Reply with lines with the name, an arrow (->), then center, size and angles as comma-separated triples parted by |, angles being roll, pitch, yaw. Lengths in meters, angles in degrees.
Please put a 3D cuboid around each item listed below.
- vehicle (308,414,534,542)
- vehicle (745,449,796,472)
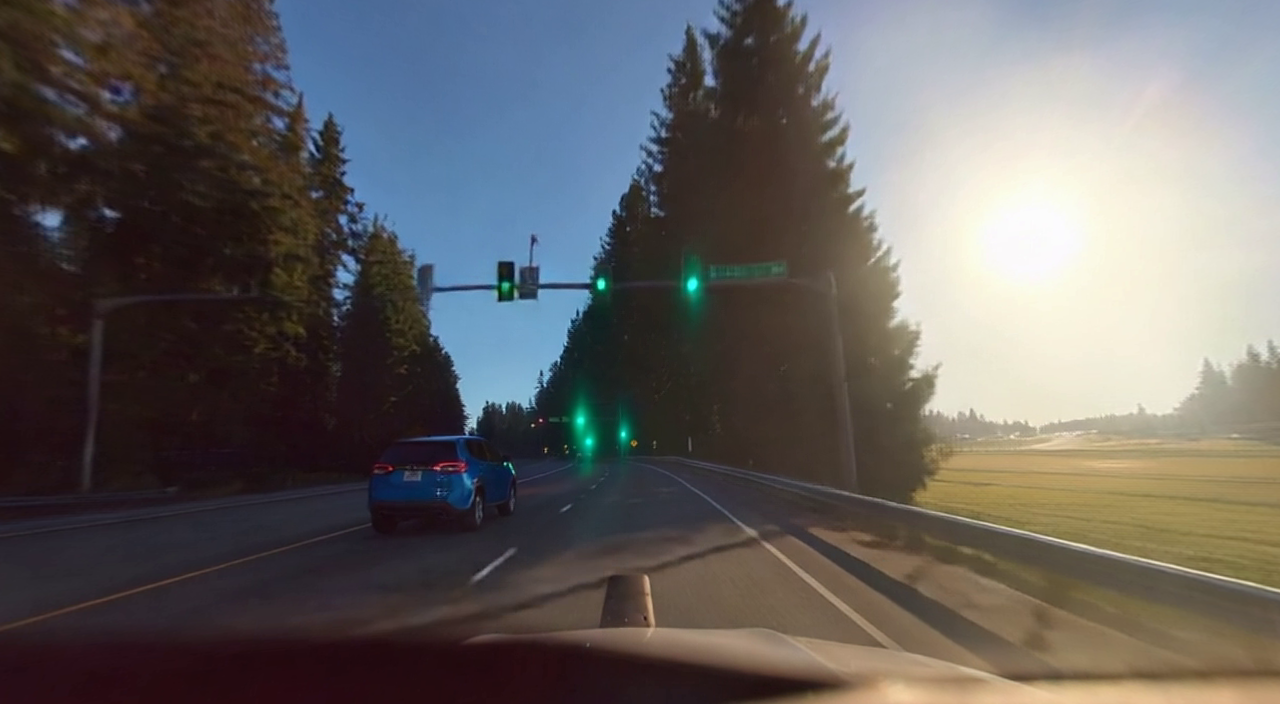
vehicle -> -3.637, 2.224, 11.792 | 2.336, 1.857, 4.986 | 0, -9, 1
vehicle -> 8.926, 7.431, 43.235 | 1.606, 1.438, 3.446 | 2, -10, -25
